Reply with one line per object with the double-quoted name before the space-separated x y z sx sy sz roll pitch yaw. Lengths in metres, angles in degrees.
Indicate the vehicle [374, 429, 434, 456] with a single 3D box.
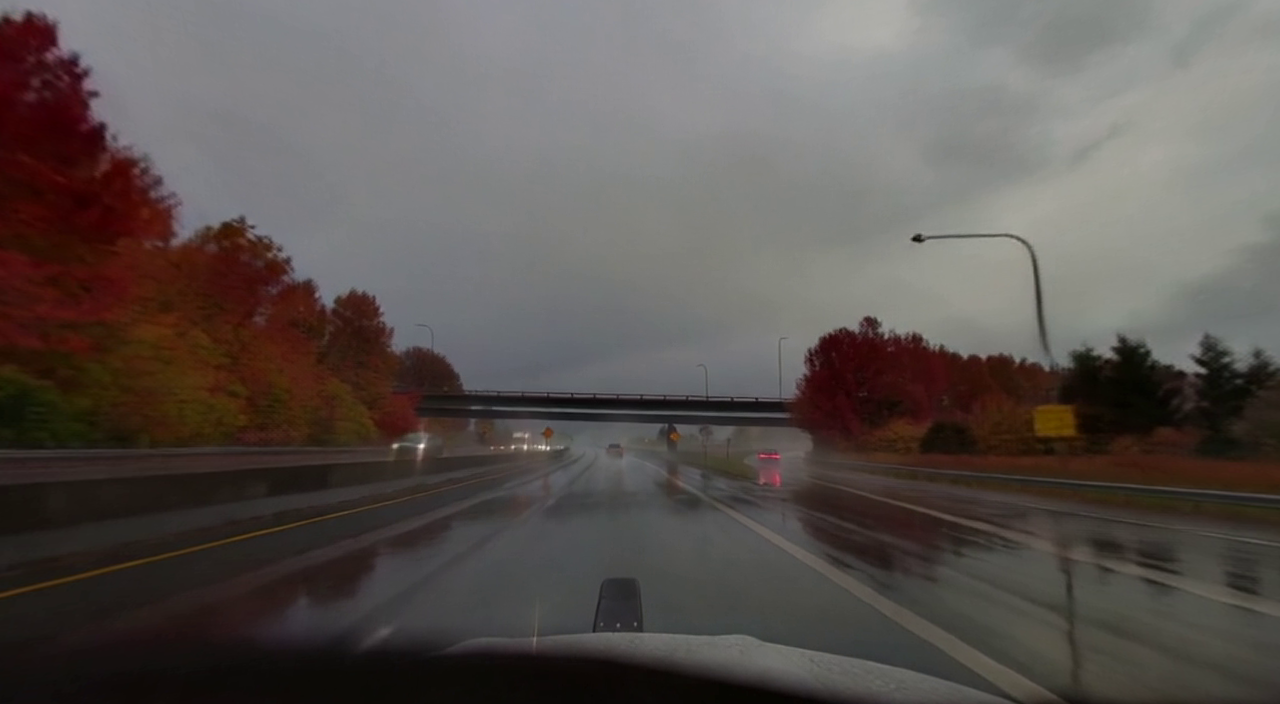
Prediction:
"vehicle" -14.112 5.464 37.691 1.974 1.541 4.247 0 -9 -1
